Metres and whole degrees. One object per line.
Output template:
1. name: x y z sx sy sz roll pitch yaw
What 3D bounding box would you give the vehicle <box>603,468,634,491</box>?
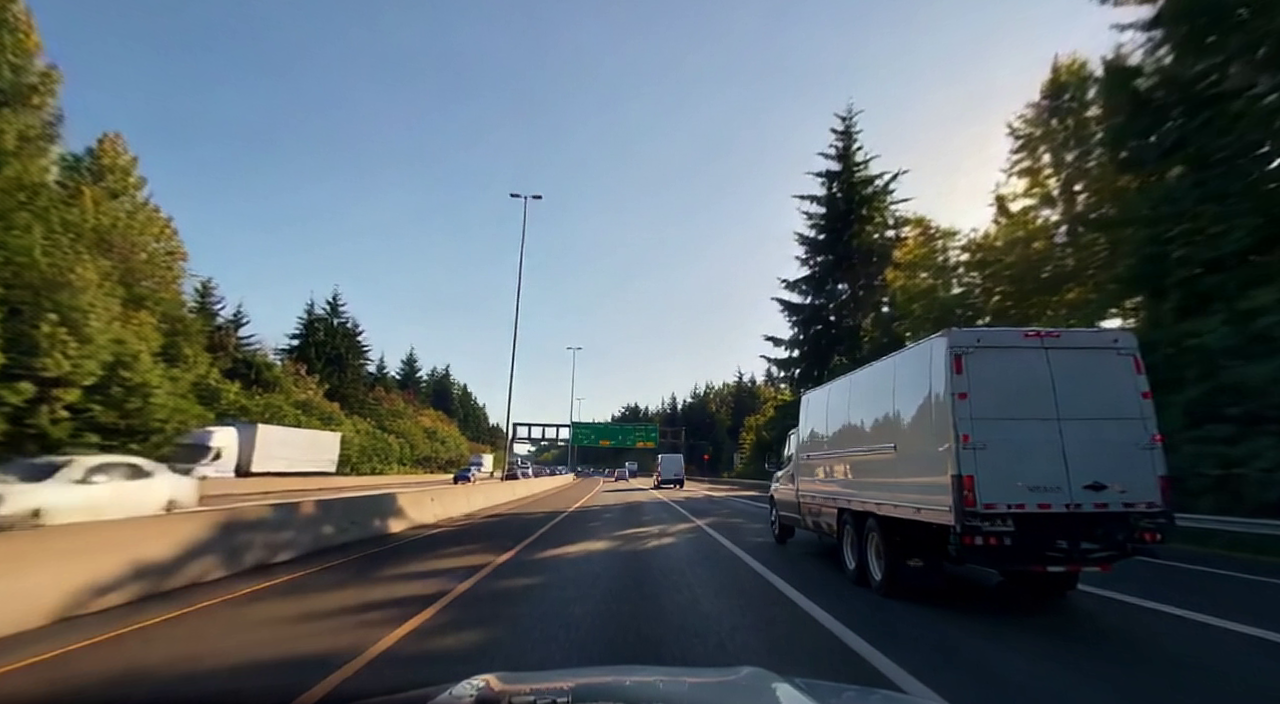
1. vehicle: -1.569 9.129 45.116 2.106 1.524 4.381 1 -10 -2

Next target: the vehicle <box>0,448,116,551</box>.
1. vehicle: -10.572 2.101 8.913 2.184 1.496 4.687 1 -10 0

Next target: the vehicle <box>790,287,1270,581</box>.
1. vehicle: 7.078 2.374 15.966 2.866 4.102 14.351 1 -10 -1

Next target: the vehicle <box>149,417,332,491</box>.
1. vehicle: -22.729 6.172 37.213 2.830 3.591 12.563 1 -10 -1
